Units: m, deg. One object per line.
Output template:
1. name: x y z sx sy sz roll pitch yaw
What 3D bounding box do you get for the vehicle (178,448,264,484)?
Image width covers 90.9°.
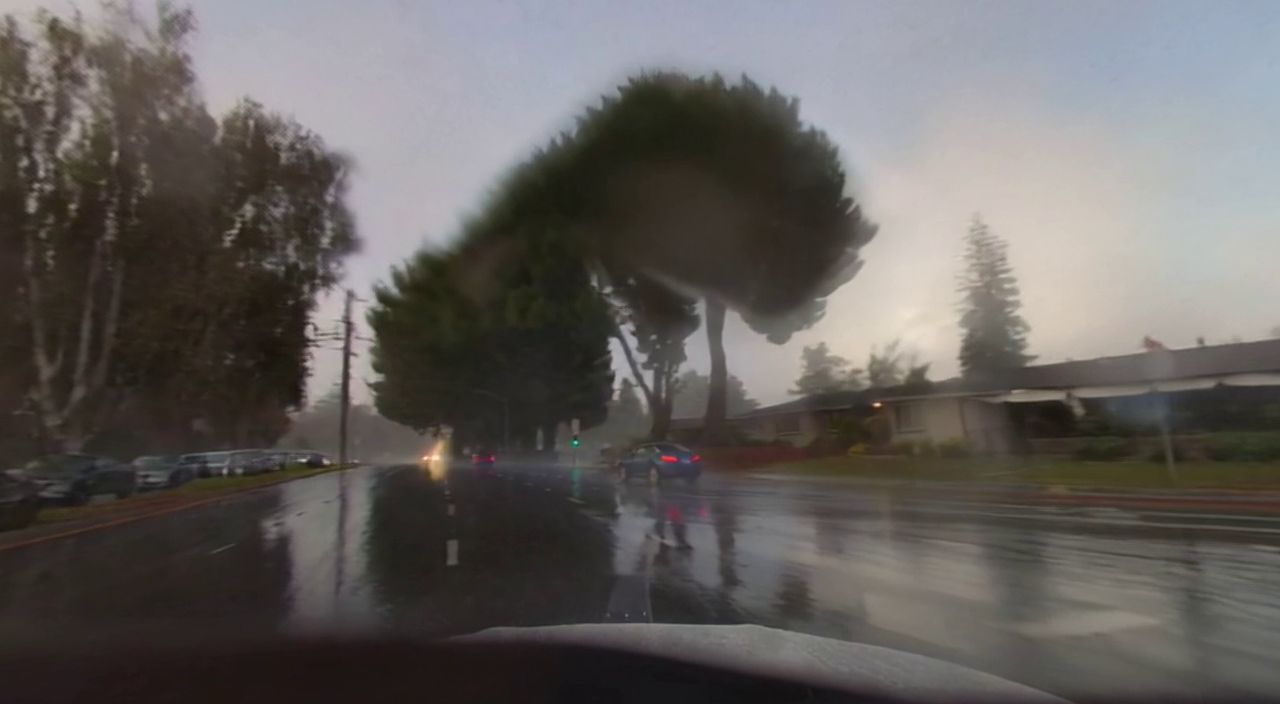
1. vehicle: -19.641 5.335 29.816 2.057 1.537 4.410 3 -9 -16

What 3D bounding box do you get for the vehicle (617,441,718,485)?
1. vehicle: 1.122 4.964 28.577 2.102 1.798 4.995 5 -10 -31

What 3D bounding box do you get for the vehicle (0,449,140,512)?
1. vehicle: -15.713 3.326 16.860 2.043 1.431 4.659 3 -9 -18
